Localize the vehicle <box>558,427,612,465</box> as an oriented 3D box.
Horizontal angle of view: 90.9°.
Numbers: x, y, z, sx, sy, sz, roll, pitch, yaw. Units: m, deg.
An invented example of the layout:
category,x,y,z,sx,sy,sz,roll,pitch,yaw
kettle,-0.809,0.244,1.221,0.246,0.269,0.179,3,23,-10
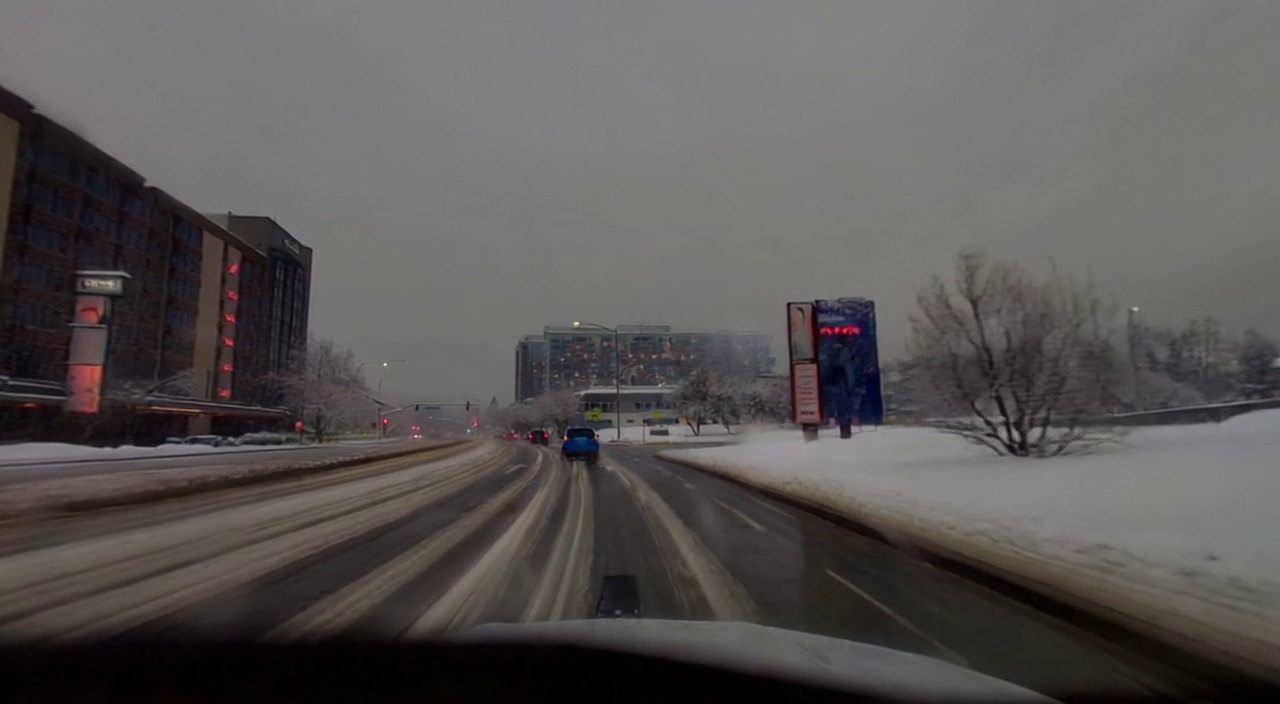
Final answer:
category,x,y,z,sx,sy,sz,roll,pitch,yaw
vehicle,-2.588,4.242,28.661,2.231,1.572,4.227,1,-8,-8
